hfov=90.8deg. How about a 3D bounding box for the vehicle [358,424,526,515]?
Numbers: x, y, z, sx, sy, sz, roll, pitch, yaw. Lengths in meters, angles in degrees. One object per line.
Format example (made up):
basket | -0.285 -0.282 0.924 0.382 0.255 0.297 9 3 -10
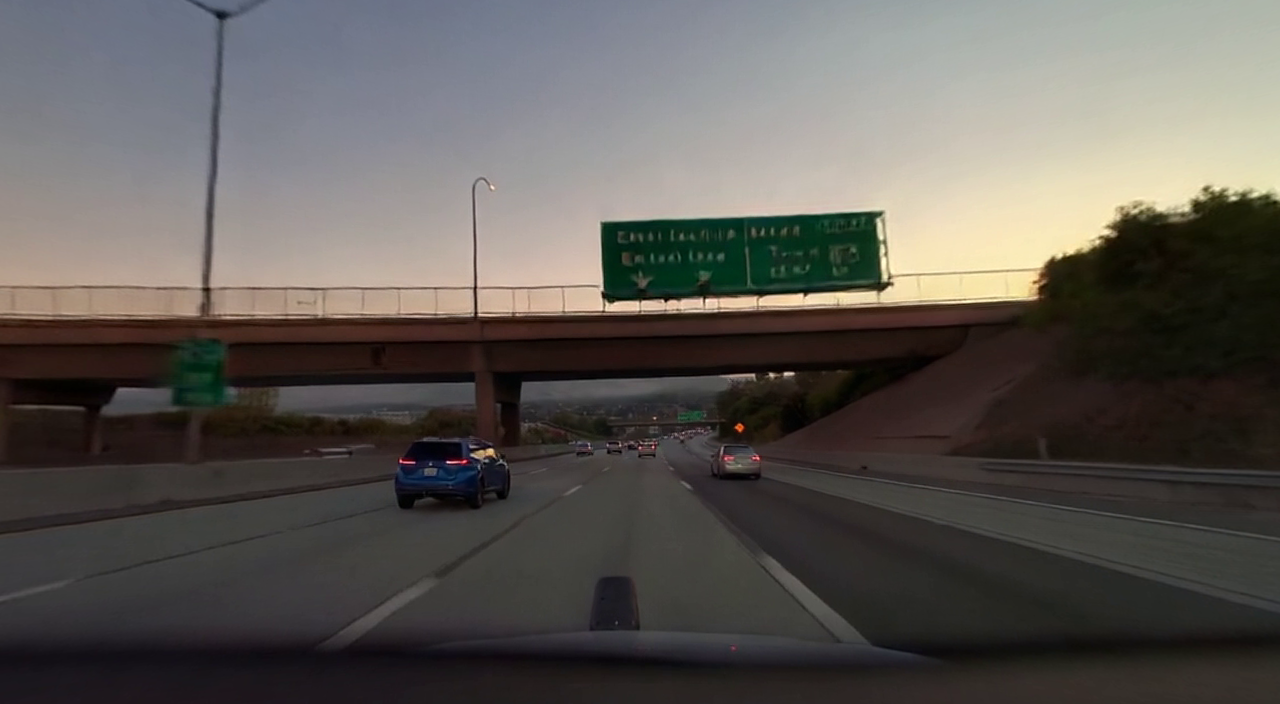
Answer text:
vehicle | -3.975 2.433 13.550 2.193 1.641 4.077 0 -8 1

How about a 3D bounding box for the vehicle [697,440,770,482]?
vehicle | 3.464 4.124 24.194 2.083 1.453 4.307 0 -8 -1
